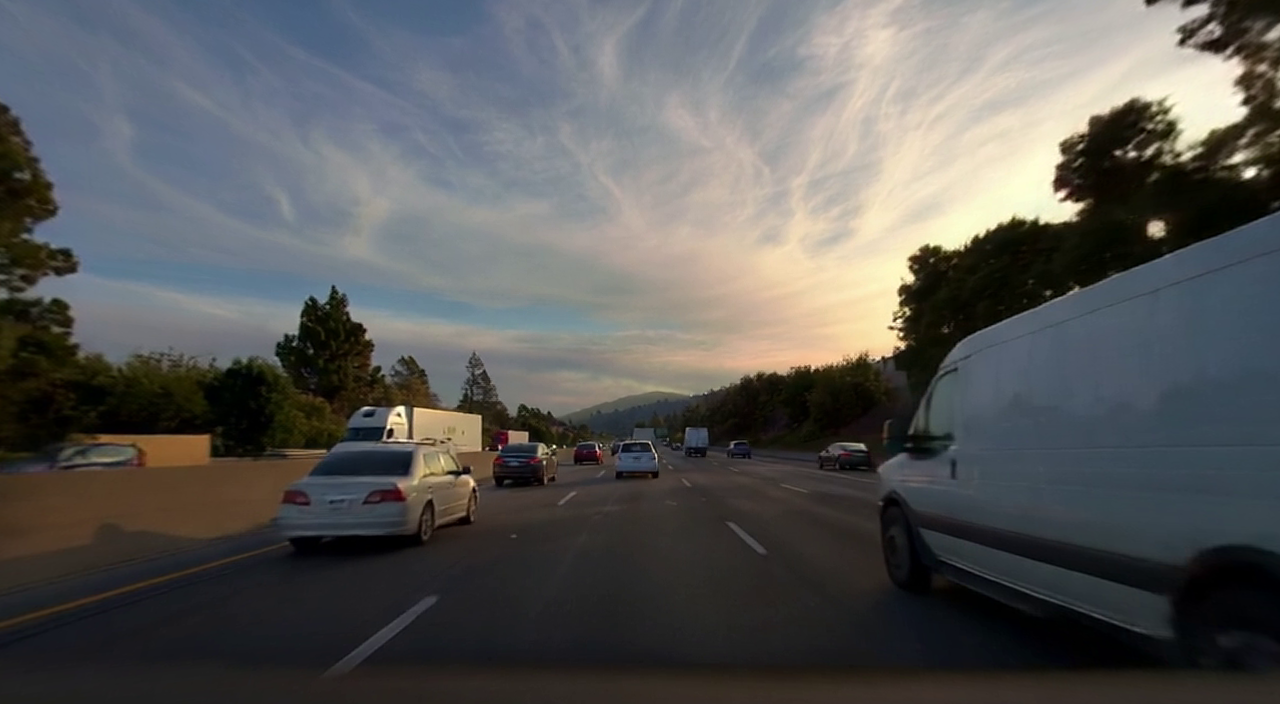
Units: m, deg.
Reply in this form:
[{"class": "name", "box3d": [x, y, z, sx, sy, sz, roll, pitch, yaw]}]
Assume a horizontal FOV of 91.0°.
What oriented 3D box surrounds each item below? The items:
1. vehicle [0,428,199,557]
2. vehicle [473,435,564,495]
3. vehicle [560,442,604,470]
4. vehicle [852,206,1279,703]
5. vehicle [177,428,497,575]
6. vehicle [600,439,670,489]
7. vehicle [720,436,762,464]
[{"class": "vehicle", "box3d": [-8.796, 1.863, 8.653, 2.125, 1.542, 4.595, 0, -9, 0]}, {"class": "vehicle", "box3d": [-3.583, 3.417, 19.379, 1.956, 1.602, 4.258, 0, -9, 0]}, {"class": "vehicle", "box3d": [-3.278, 5.980, 36.278, 2.062, 1.459, 4.365, 0, -9, 1]}, {"class": "vehicle", "box3d": [3.360, 0.757, 3.336, 2.460, 2.086, 5.576, 0, -9, 0]}, {"class": "vehicle", "box3d": [-3.587, 1.870, 8.696, 2.098, 1.463, 4.578, 0, -9, 1]}, {"class": "vehicle", "box3d": [-0.152, 3.604, 20.567, 2.053, 1.461, 3.941, 0, -9, 0]}, {"class": "vehicle", "box3d": [6.632, 6.493, 41.757, 1.992, 1.745, 4.329, 0, -9, -1]}]
